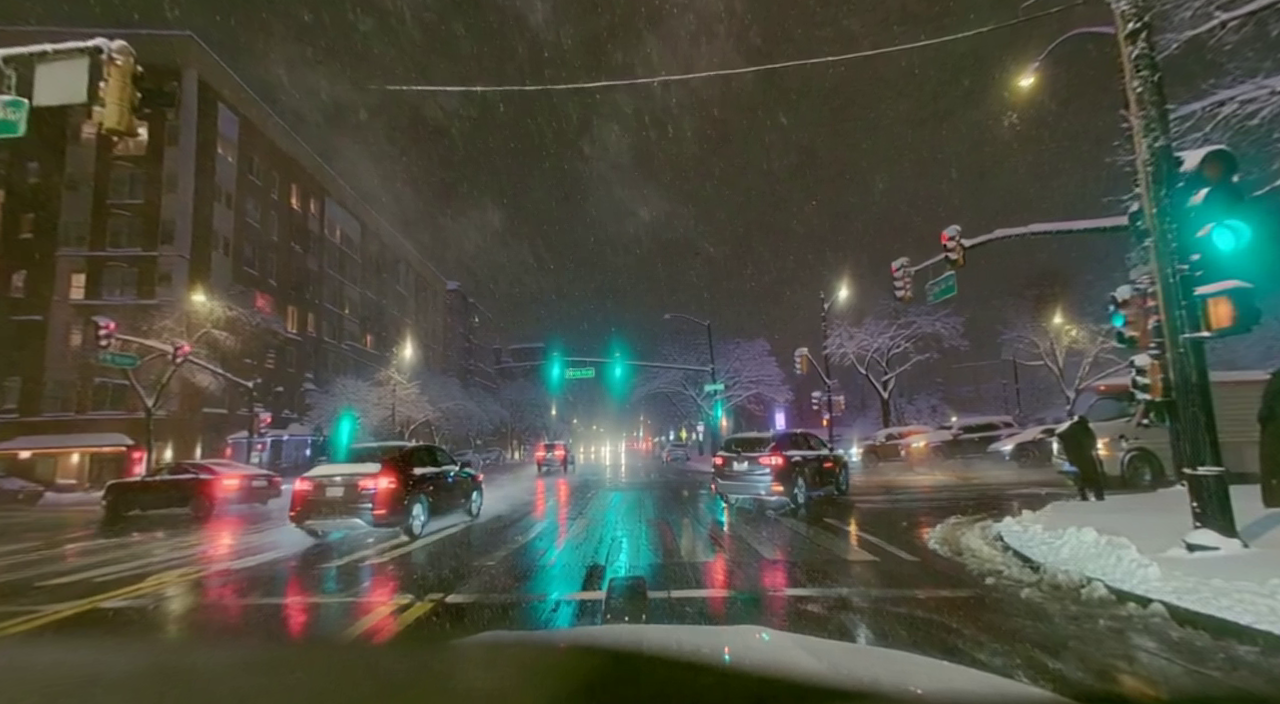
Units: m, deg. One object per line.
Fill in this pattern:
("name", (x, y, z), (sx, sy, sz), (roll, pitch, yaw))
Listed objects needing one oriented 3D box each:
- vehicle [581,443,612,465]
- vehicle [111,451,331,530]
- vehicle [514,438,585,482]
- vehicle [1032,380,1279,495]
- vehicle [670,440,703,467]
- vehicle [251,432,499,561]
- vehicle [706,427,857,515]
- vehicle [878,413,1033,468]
("vehicle", (-3.141, 7.375, 45.856), (1.888, 1.489, 3.863), (0, -8, 1))
("vehicle", (-9.239, 3.048, 14.495), (1.922, 1.457, 4.494), (0, -8, 1))
("vehicle", (-3.316, 4.076, 24.074), (1.916, 1.487, 4.535), (0, -8, 2))
("vehicle", (11.907, 1.811, 13.411), (5.523, 2.219, 2.251), (0, -8, 1))
("vehicle", (3.193, 7.042, 44.042), (1.924, 1.765, 3.954), (0, -8, -2))
("vehicle", (-3.530, 1.969, 9.278), (1.973, 1.496, 3.713), (0, -8, 1))
("vehicle", (3.147, 2.388, 13.210), (2.153, 1.480, 4.540), (-4, -9, 24))
("vehicle", (12.603, 3.568, 25.465), (5.004, 1.771, 2.159), (-4, -8, 1))
